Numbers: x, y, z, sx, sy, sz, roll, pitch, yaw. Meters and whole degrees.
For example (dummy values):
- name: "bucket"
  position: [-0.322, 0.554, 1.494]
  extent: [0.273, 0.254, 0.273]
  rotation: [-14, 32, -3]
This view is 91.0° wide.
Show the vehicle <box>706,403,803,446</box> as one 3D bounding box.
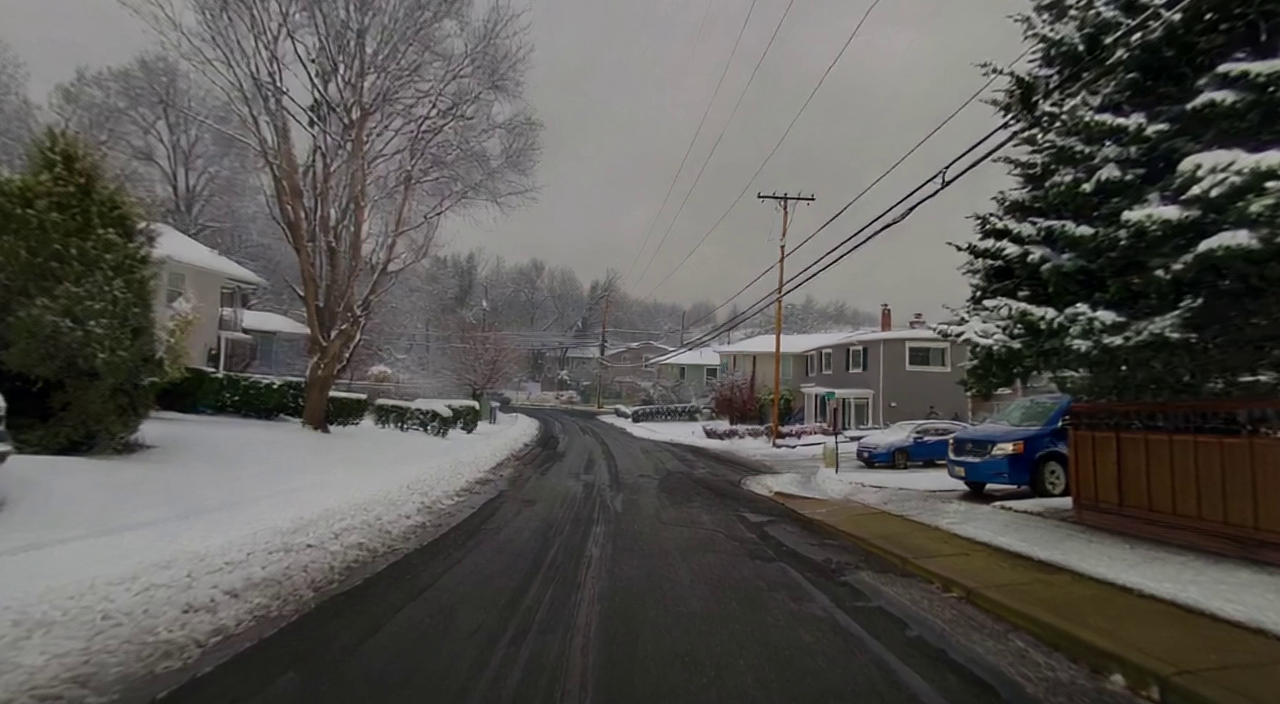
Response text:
- name: "vehicle"
  position: [7.021, 4.501, 38.432]
  extent: [5.663, 1.913, 2.170]
  rotation: [9, -14, -26]

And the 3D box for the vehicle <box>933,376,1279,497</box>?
- name: "vehicle"
  position: [9.967, 1.826, 13.501]
  extent: [6.615, 2.137, 2.578]
  rotation: [3, -9, -19]

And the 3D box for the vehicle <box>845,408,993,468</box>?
- name: "vehicle"
  position: [10.223, 3.151, 23.186]
  extent: [4.443, 1.948, 2.230]
  rotation: [1, -9, -17]
